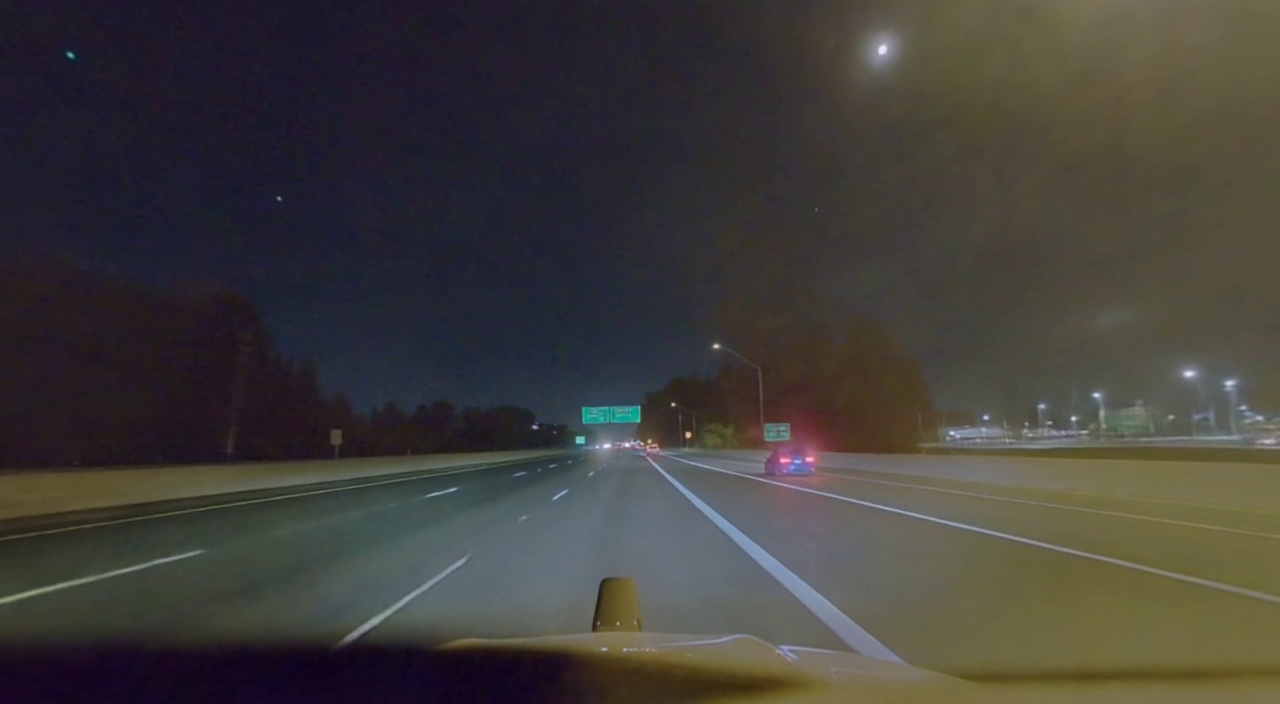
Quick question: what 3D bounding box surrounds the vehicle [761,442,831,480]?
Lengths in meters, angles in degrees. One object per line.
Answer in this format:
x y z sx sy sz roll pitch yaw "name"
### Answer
6.801 4.769 28.025 1.958 1.498 4.447 0 -8 0 "vehicle"
